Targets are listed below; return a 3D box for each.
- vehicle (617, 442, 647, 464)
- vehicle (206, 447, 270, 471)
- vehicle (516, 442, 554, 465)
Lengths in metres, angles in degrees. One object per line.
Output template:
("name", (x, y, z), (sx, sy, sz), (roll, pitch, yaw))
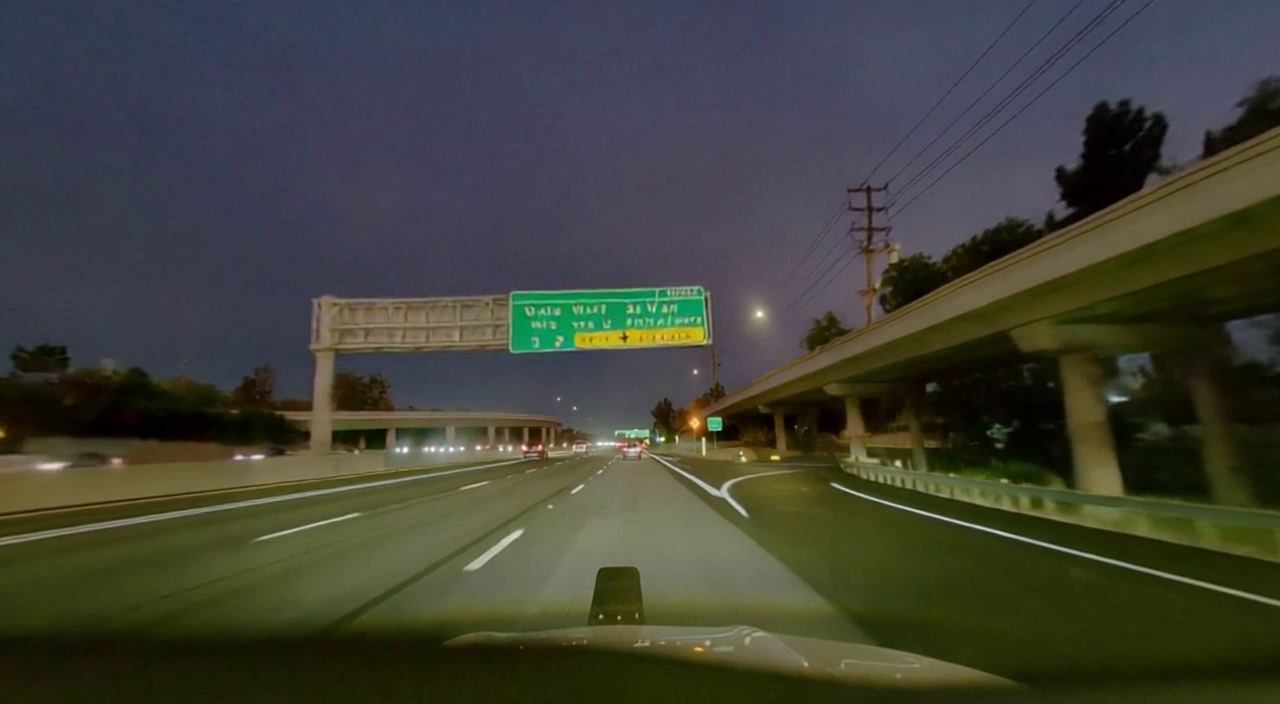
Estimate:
("vehicle", (-0.648, 7.435, 46.692), (2.086, 1.472, 4.168), (0, -8, -2))
("vehicle", (-28.332, 7.498, 44.743), (1.854, 1.589, 3.993), (0, -8, 0))
("vehicle", (-7.449, 7.239, 45.300), (1.994, 1.487, 4.605), (0, -8, 0))
